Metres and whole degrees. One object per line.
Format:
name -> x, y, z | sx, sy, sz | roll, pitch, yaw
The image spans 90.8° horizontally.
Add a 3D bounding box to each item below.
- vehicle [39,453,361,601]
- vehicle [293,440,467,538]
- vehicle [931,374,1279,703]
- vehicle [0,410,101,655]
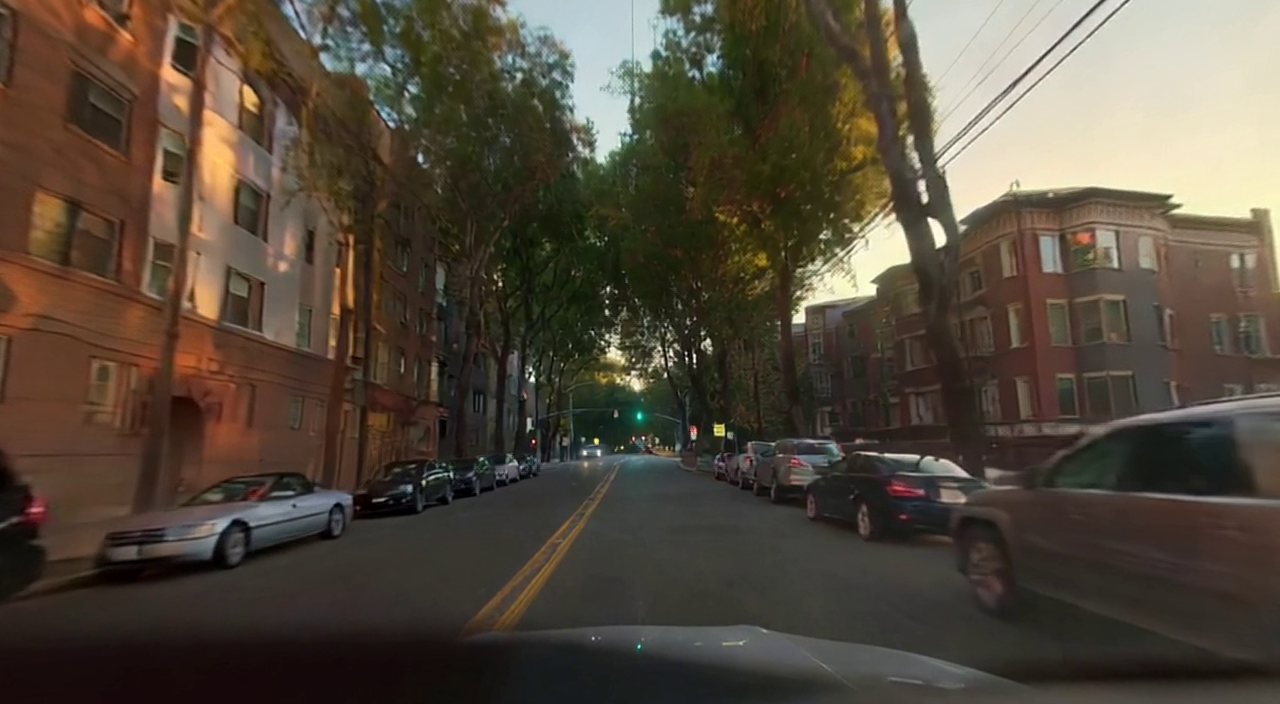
vehicle -> -6.073, 2.362, 9.493 | 1.765, 1.426, 4.349 | -7, -8, -1
vehicle -> -5.982, 3.153, 15.259 | 2.077, 1.756, 4.665 | -6, -9, 1
vehicle -> 3.990, 1.116, 3.630 | 2.320, 1.779, 4.615 | 0, -8, -1
vehicle -> -6.077, 1.225, 3.335 | 2.175, 1.849, 4.725 | -3, -8, 3
